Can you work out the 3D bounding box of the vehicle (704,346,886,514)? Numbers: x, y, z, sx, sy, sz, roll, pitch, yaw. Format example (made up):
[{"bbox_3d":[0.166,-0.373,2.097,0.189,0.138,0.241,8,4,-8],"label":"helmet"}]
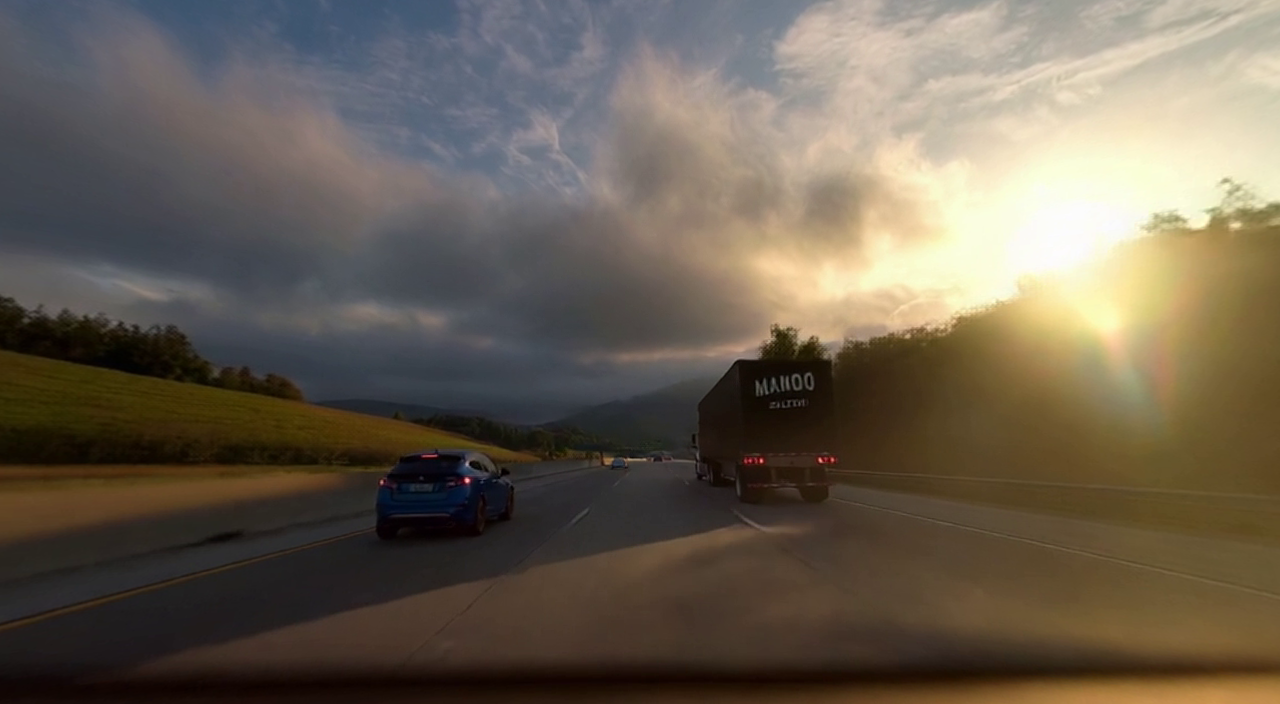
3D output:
[{"bbox_3d":[4.402,2.906,22.124,2.832,4.034,13.924,0,-9,0],"label":"vehicle"}]

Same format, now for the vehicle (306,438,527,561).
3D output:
[{"bbox_3d":[-3.228,2.207,10.202,1.945,1.537,4.294,0,-9,1],"label":"vehicle"}]
